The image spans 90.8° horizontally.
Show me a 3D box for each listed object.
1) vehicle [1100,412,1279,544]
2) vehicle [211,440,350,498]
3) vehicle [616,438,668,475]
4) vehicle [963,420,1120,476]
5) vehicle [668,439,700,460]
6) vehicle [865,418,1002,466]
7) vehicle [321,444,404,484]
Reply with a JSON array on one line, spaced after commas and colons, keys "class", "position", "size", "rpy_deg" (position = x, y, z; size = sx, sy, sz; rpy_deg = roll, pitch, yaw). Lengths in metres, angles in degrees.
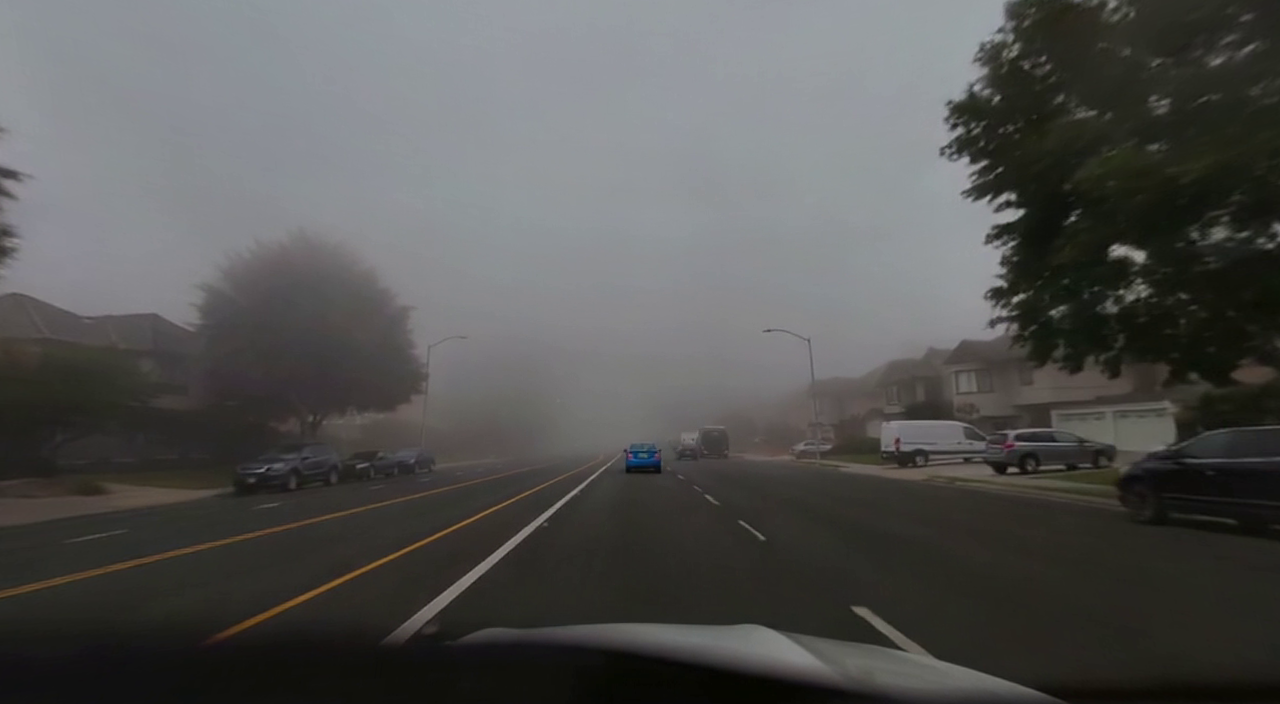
[{"class": "vehicle", "position": [9.726, 1.844, 9.517], "size": [2.139, 1.772, 4.468], "rpy_deg": [0, -9, -1]}, {"class": "vehicle", "position": [-14.517, 4.733, 26.092], "size": [2.351, 2.008, 5.971], "rpy_deg": [-2, -8, -1]}, {"class": "vehicle", "position": [0.033, 4.538, 27.614], "size": [2.093, 1.497, 4.010], "rpy_deg": [0, -9, -1]}, {"class": "vehicle", "position": [15.091, 3.643, 23.949], "size": [4.481, 1.988, 2.065], "rpy_deg": [0, -9, -1]}, {"class": "vehicle", "position": [3.353, 7.615, 49.229], "size": [2.161, 1.519, 4.568], "rpy_deg": [0, -9, 0]}, {"class": "vehicle", "position": [14.711, 4.538, 31.947], "size": [5.696, 2.299, 2.292], "rpy_deg": [0, -9, -2]}, {"class": "vehicle", "position": [-14.468, 5.845, 33.301], "size": [2.140, 1.899, 4.900], "rpy_deg": [0, -9, 0]}]
